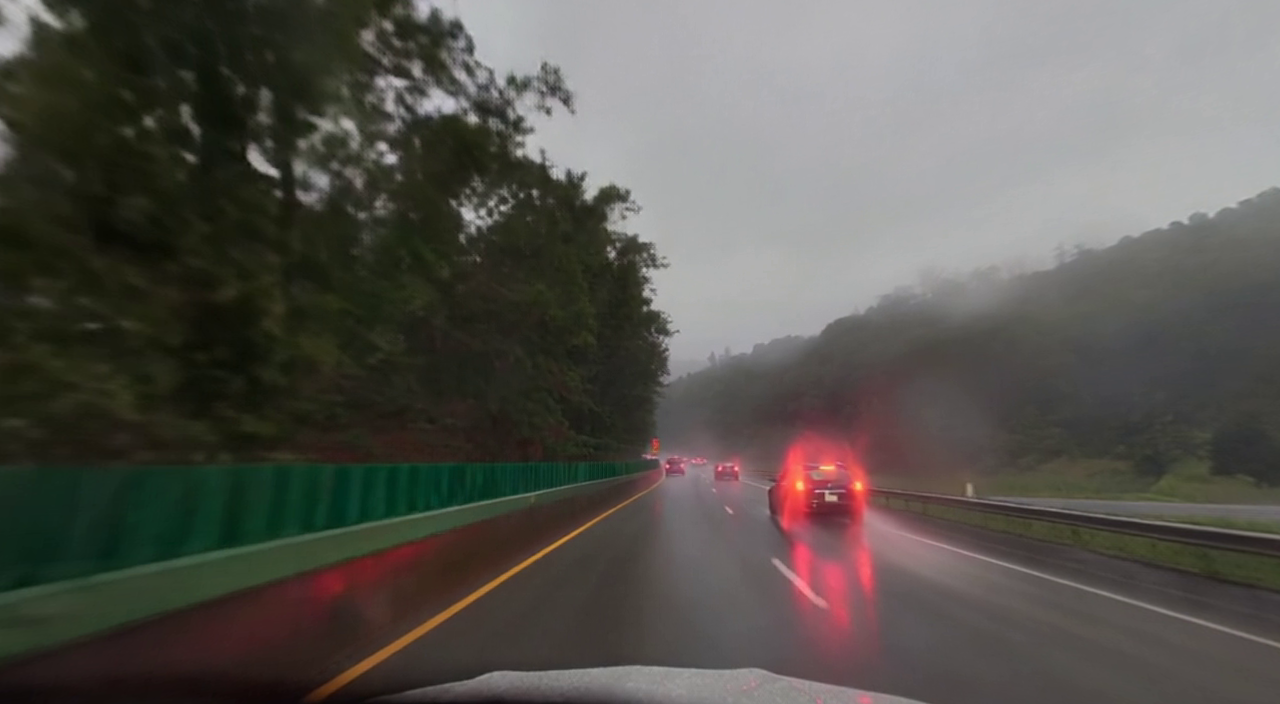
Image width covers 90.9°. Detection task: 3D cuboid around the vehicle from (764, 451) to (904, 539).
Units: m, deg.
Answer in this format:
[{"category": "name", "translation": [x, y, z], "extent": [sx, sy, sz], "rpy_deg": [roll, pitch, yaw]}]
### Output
[{"category": "vehicle", "translation": [4.050, 3.070, 13.954], "extent": [2.023, 1.593, 4.105], "rpy_deg": [0, -10, 4]}]
